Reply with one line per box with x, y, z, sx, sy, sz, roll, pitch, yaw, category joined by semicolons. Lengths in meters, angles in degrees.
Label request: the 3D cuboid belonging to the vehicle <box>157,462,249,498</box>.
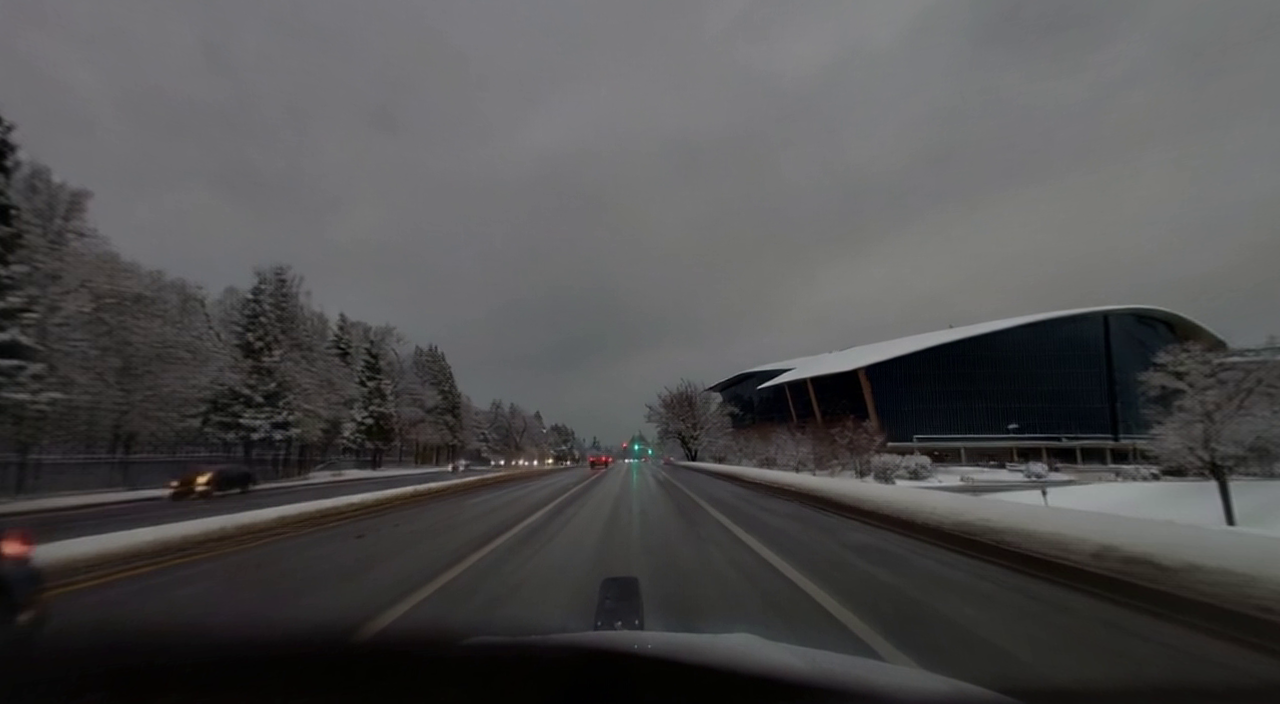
-22.577;6.584;32.840;1.819;1.582;4.164;0;-8;-1;vehicle
